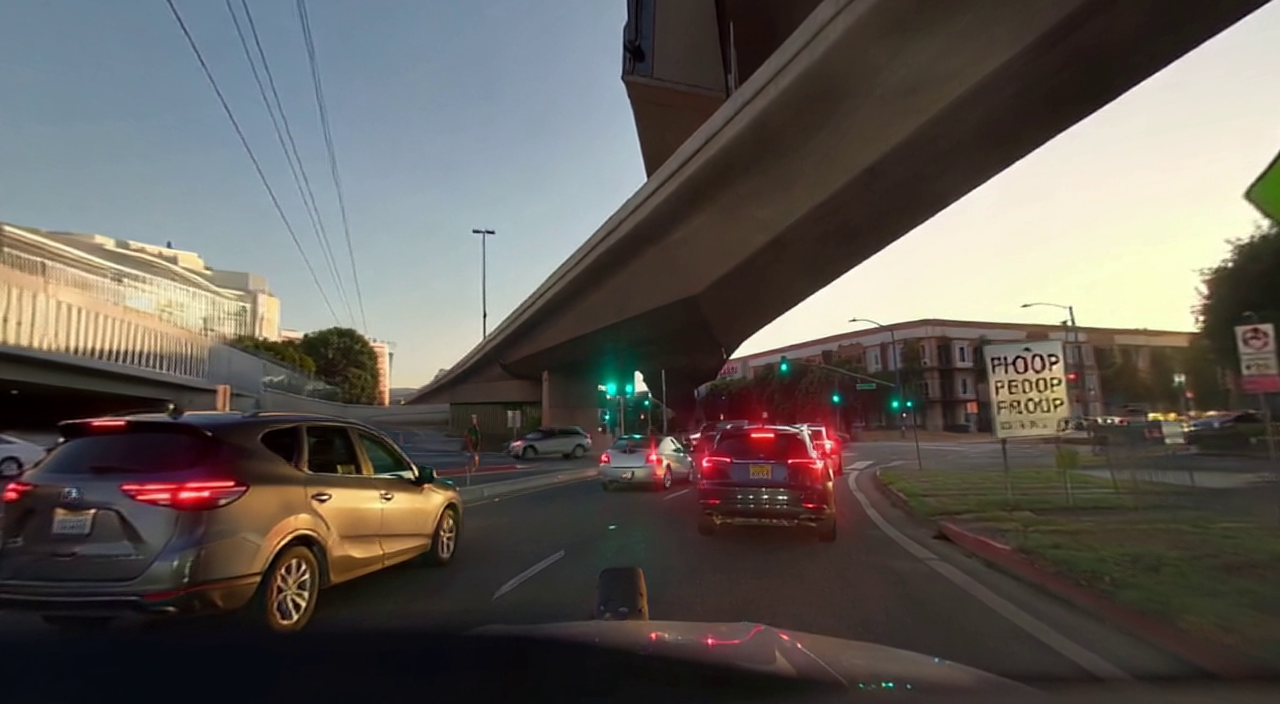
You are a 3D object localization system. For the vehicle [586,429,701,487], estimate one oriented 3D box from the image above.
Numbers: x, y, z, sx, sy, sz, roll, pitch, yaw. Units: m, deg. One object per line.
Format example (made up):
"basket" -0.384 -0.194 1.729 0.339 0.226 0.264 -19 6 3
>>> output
"vehicle" 0.283 3.203 19.357 2.214 1.519 4.704 -3 -9 17

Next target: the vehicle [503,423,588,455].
"vehicle" -5.893 5.469 39.389 4.827 1.885 2.008 -2 -9 13

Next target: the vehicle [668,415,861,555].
"vehicle" 1.868 1.859 9.573 2.195 1.571 4.353 -2 -9 12
